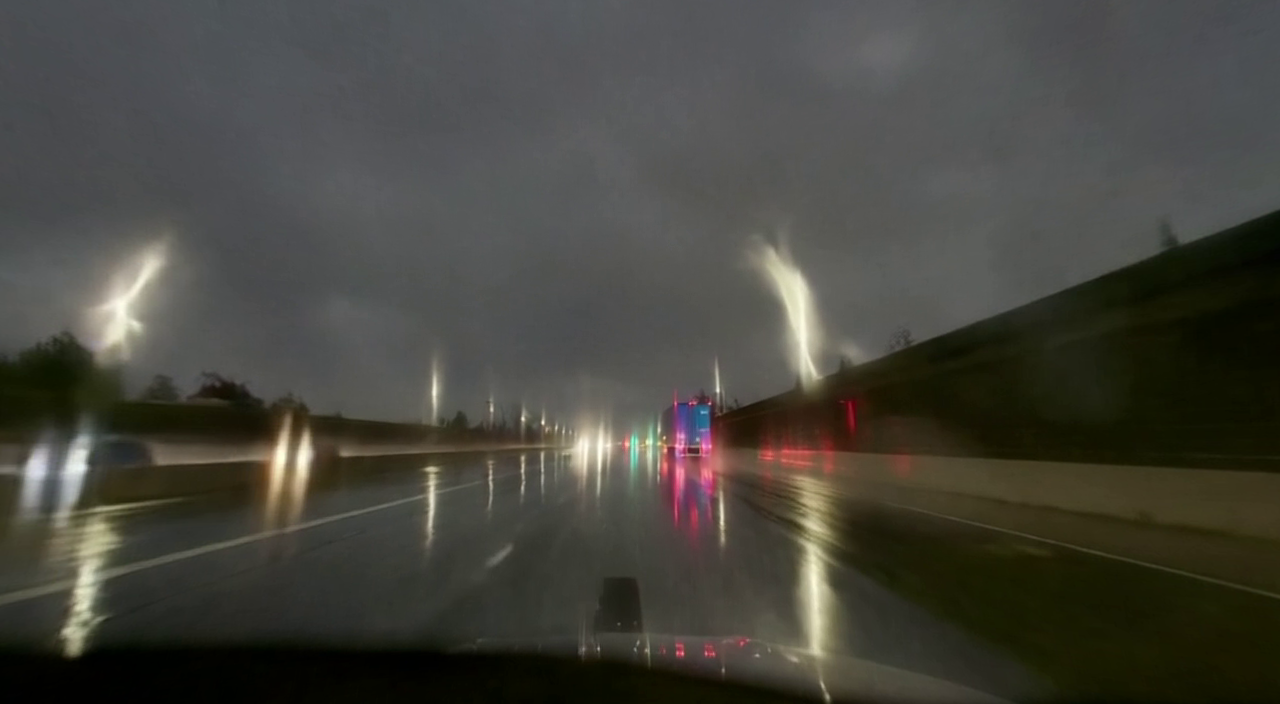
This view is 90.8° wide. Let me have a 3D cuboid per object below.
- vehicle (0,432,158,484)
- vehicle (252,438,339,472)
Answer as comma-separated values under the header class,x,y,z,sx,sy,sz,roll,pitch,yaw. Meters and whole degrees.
class,x,y,z,sx,sy,sz,roll,pitch,yaw
vehicle,-23.248,4.376,26.398,2.286,1.933,4.978,0,-9,-1
vehicle,-19.355,5.792,35.795,2.143,1.756,4.940,0,-8,-1
